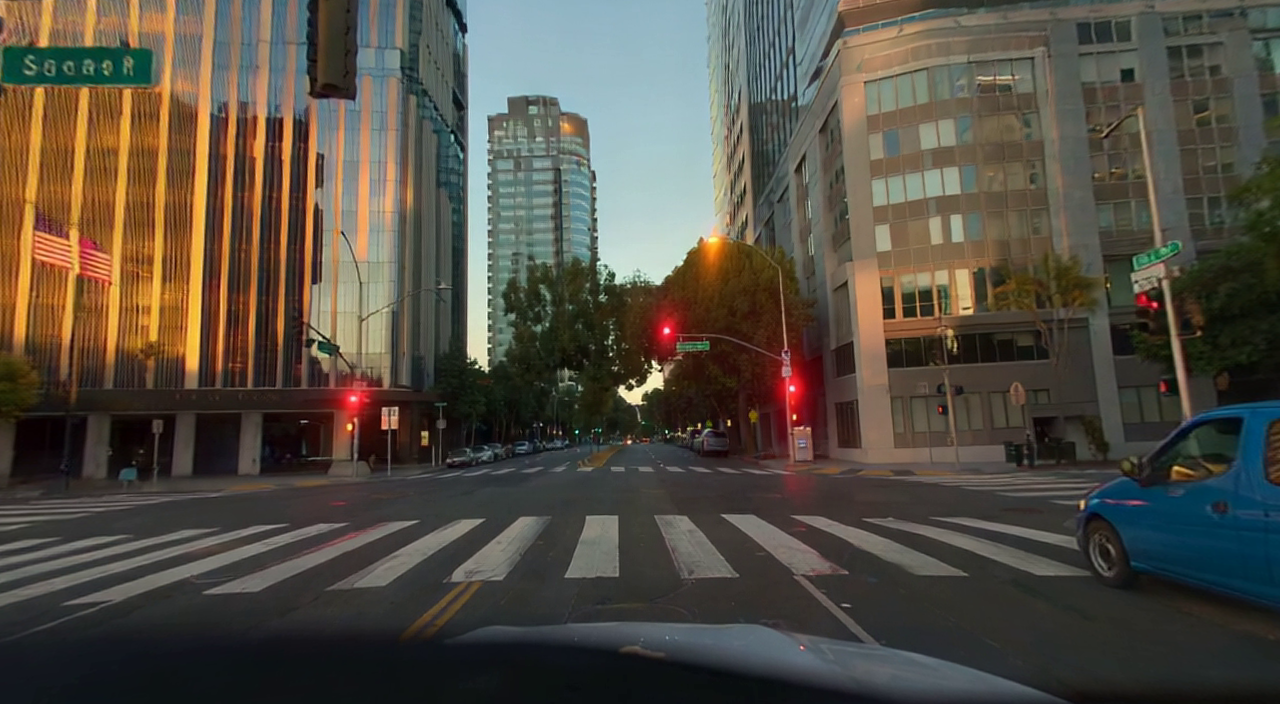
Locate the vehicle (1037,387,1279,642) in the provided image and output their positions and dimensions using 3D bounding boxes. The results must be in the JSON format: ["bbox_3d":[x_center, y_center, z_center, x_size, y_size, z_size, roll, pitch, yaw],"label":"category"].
[{"bbox_3d":[5.618,1.180,4.650,2.070,1.804,4.881,0,-8,-2],"label":"vehicle"}]

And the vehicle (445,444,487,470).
[{"bbox_3d":[-12.445,7.502,45.395,1.935,1.639,4.244,-3,-8,-2],"label":"vehicle"}]
